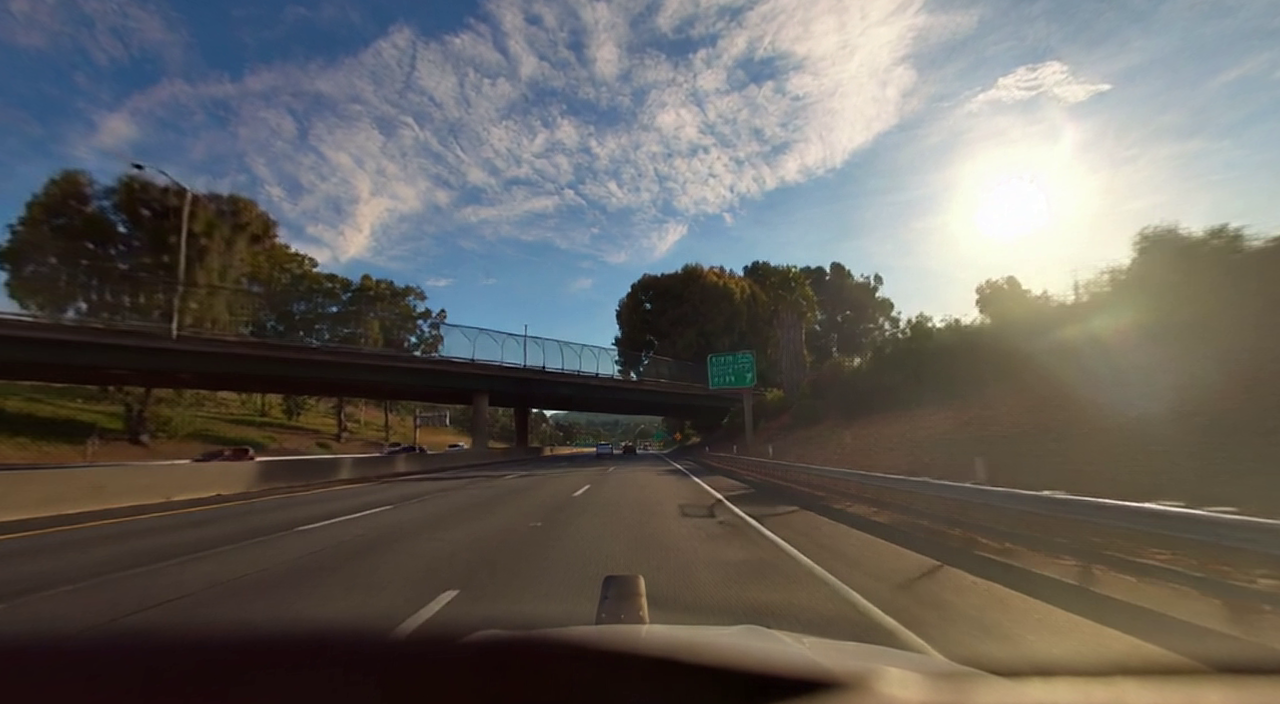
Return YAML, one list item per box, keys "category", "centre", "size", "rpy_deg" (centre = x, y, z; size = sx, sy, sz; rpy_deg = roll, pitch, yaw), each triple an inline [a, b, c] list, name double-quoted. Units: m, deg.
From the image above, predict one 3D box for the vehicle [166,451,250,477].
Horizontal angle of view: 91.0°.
- category: "vehicle"
  centre: [-27.534, 7.127, 40.341]
  size: [1.919, 1.546, 4.770]
  rpy_deg: [0, -9, 2]
